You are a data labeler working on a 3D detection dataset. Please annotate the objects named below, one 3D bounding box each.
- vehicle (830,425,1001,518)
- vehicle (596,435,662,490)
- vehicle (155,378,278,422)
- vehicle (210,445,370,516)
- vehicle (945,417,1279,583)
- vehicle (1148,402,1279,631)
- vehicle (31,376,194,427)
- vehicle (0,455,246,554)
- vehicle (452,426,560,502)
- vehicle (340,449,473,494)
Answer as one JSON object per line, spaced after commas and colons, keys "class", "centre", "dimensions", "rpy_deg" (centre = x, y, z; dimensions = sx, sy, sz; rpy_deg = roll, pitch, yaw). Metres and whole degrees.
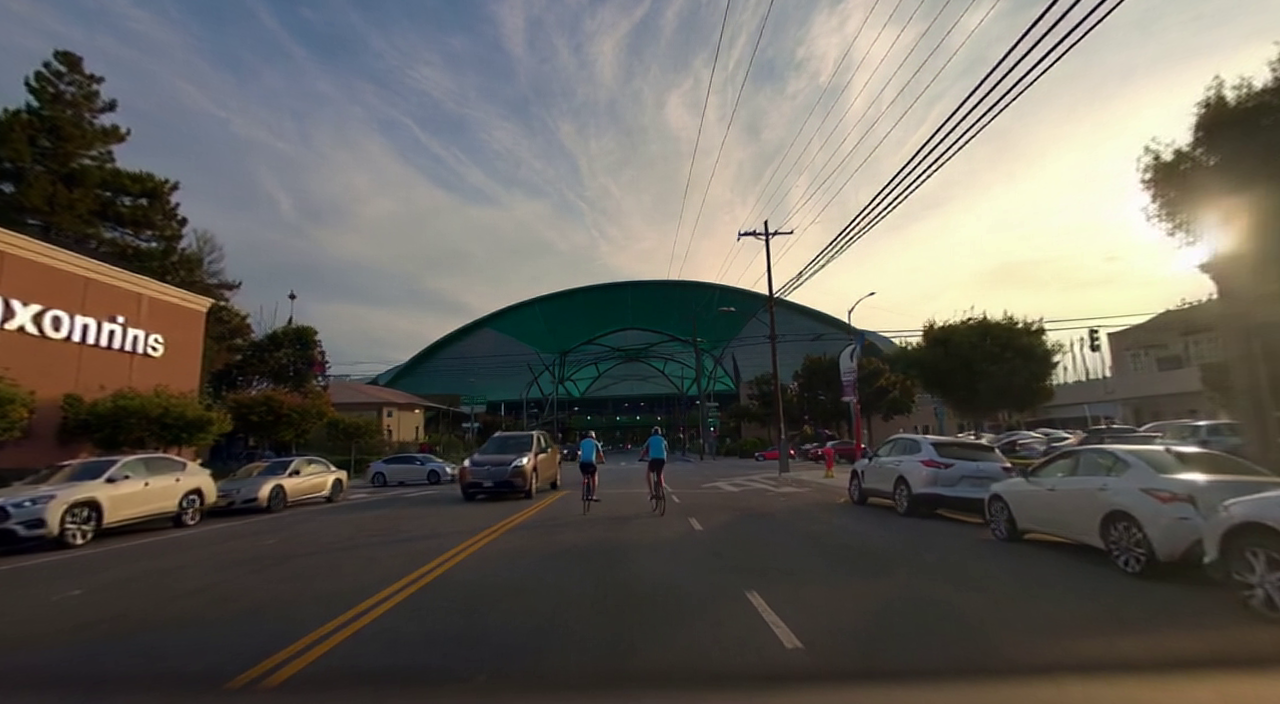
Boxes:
{"class": "vehicle", "centre": [5.790, 2.543, 13.902], "dimensions": [1.873, 1.714, 3.979], "rpy_deg": [0, -8, -1]}
{"class": "vehicle", "centre": [-0.385, 3.950, 22.901], "dimensions": [2.190, 1.783, 4.048], "rpy_deg": [0, -8, -1]}
{"class": "vehicle", "centre": [-17.139, 1.986, 25.722], "dimensions": [3.685, 1.584, 1.708], "rpy_deg": [1, -9, -3]}
{"class": "vehicle", "centre": [-10.274, 3.755, 19.142], "dimensions": [2.075, 1.816, 4.900], "rpy_deg": [0, -8, -1]}
{"class": "vehicle", "centre": [5.862, 1.713, 8.099], "dimensions": [1.900, 1.566, 3.995], "rpy_deg": [0, -8, 0]}
{"class": "vehicle", "centre": [5.538, 1.012, 3.393], "dimensions": [1.972, 1.623, 4.469], "rpy_deg": [0, -8, 2]}
{"class": "vehicle", "centre": [-17.290, 1.661, 20.850], "dimensions": [3.750, 1.495, 1.727], "rpy_deg": [-1, -8, -2]}
{"class": "vehicle", "centre": [-10.274, 2.856, 12.581], "dimensions": [1.904, 1.495, 4.585], "rpy_deg": [0, -8, 0]}
{"class": "vehicle", "centre": [-3.834, 3.317, 19.130], "dimensions": [2.184, 1.954, 4.898], "rpy_deg": [0, -8, 0]}
{"class": "vehicle", "centre": [-10.265, 5.277, 28.113], "dimensions": [4.961, 1.832, 2.287], "rpy_deg": [0, -8, -1]}
